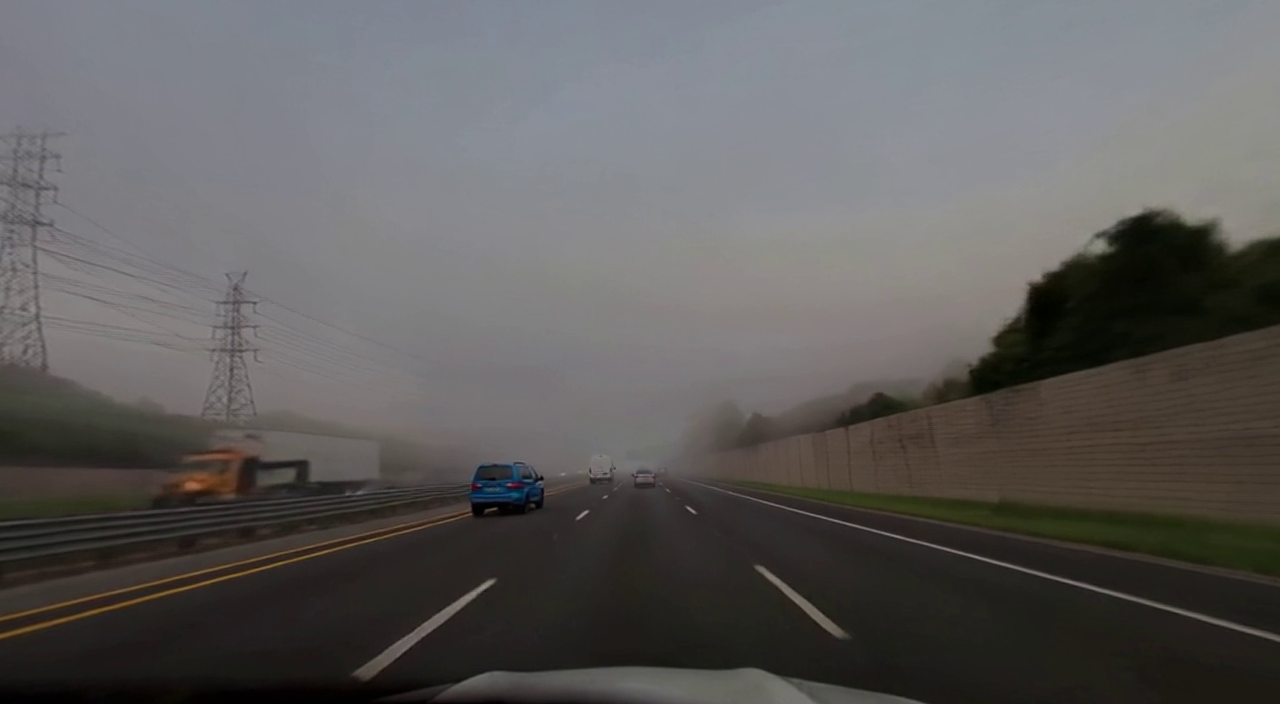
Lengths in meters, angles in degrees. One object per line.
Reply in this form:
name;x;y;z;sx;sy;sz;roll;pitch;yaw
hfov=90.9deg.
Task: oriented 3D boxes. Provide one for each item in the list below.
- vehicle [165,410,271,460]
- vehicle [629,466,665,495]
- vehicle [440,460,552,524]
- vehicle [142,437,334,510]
vehicle;-19.422;3.916;29.257;1.955;1.634;4.229;0;-17;-1
vehicle;0.382;7.568;37.271;2.006;1.554;3.863;1;-11;-1
vehicle;-3.834;3.863;17.715;2.023;1.541;4.543;0;-11;1
vehicle;-19.420;6.095;31.655;3.041;3.021;10.124;1;-11;-1
